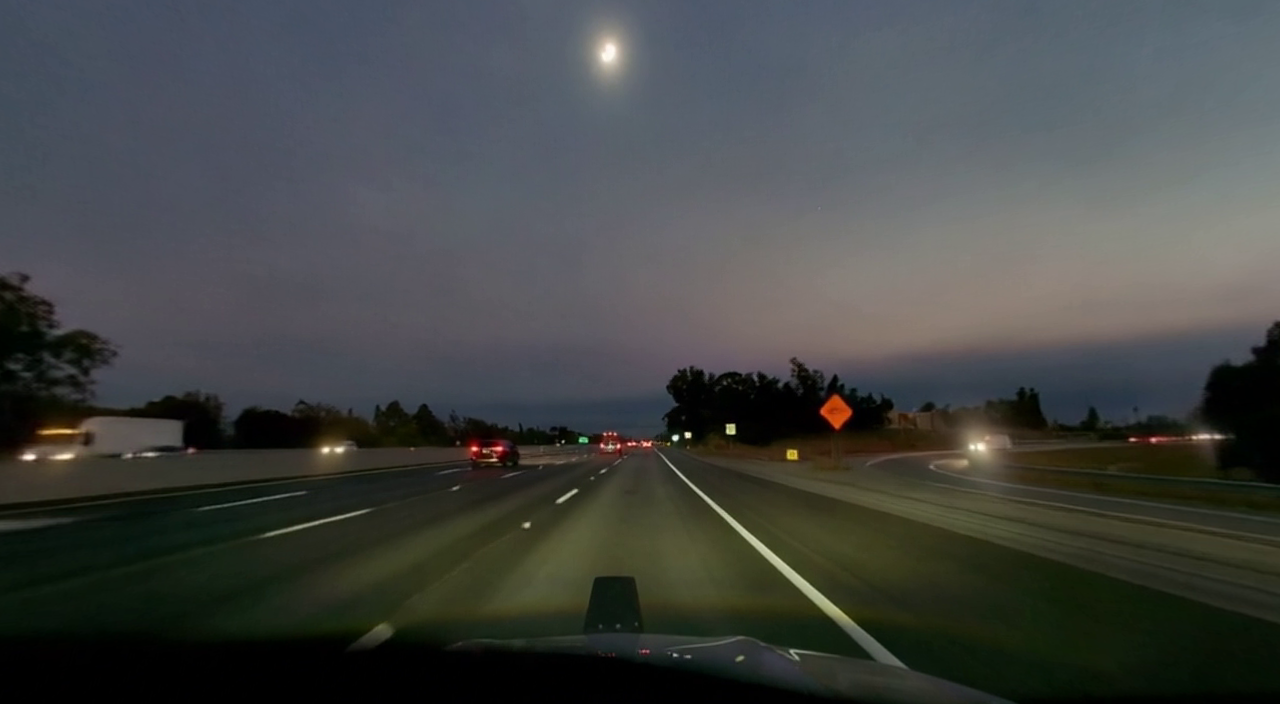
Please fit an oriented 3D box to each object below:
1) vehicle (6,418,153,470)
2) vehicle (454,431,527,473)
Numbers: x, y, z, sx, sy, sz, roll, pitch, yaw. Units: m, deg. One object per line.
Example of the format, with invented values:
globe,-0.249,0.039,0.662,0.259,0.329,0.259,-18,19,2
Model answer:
vehicle,-25.805,4.258,29.282,2.351,2.192,4.592,0,-8,3
vehicle,-6.851,4.636,29.487,2.103,1.775,4.966,0,-8,1
